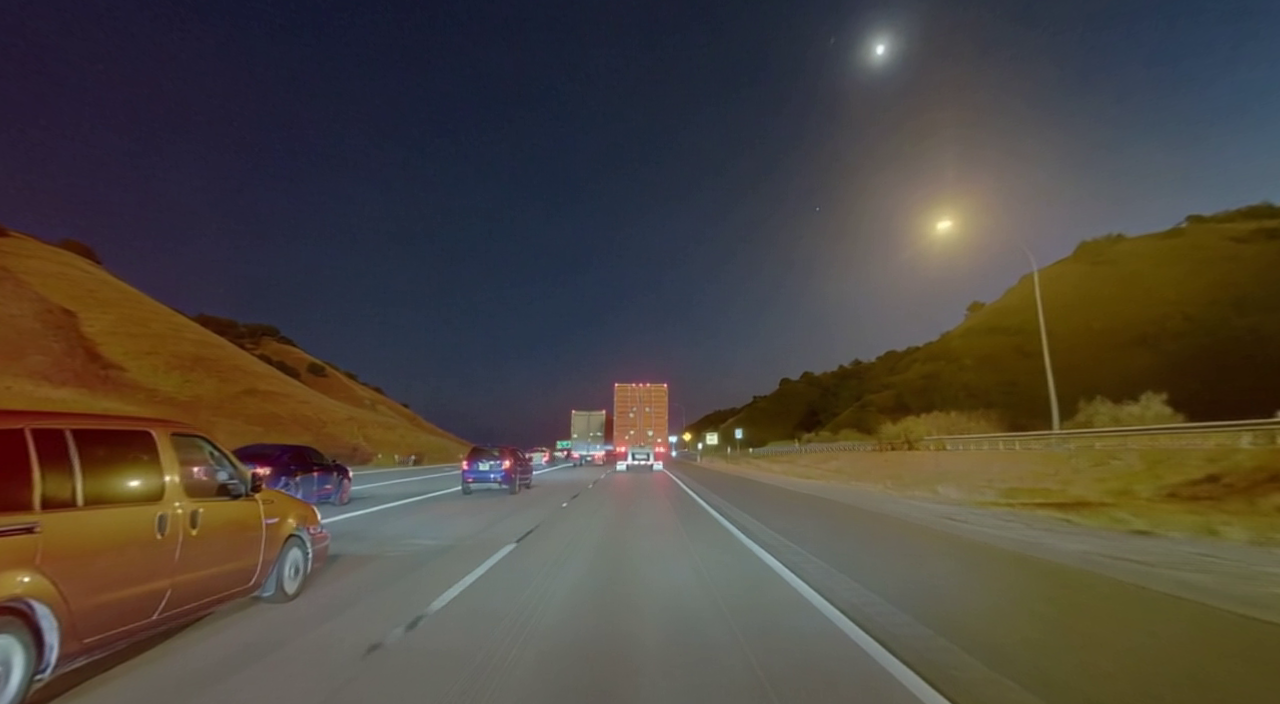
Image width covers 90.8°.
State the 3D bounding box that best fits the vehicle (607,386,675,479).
[{"bbox_3d":[0.154,4.265,32.745,2.913,3.988,10.874,0,-9,1],"label":"vehicle"}]

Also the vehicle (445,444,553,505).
[{"bbox_3d":[-3.682,3.268,17.340,1.950,1.446,4.224,0,-9,1],"label":"vehicle"}]

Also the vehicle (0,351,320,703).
[{"bbox_3d":[-4.029,0.948,3.268,2.136,1.779,4.875,0,-9,0],"label":"vehicle"}]
